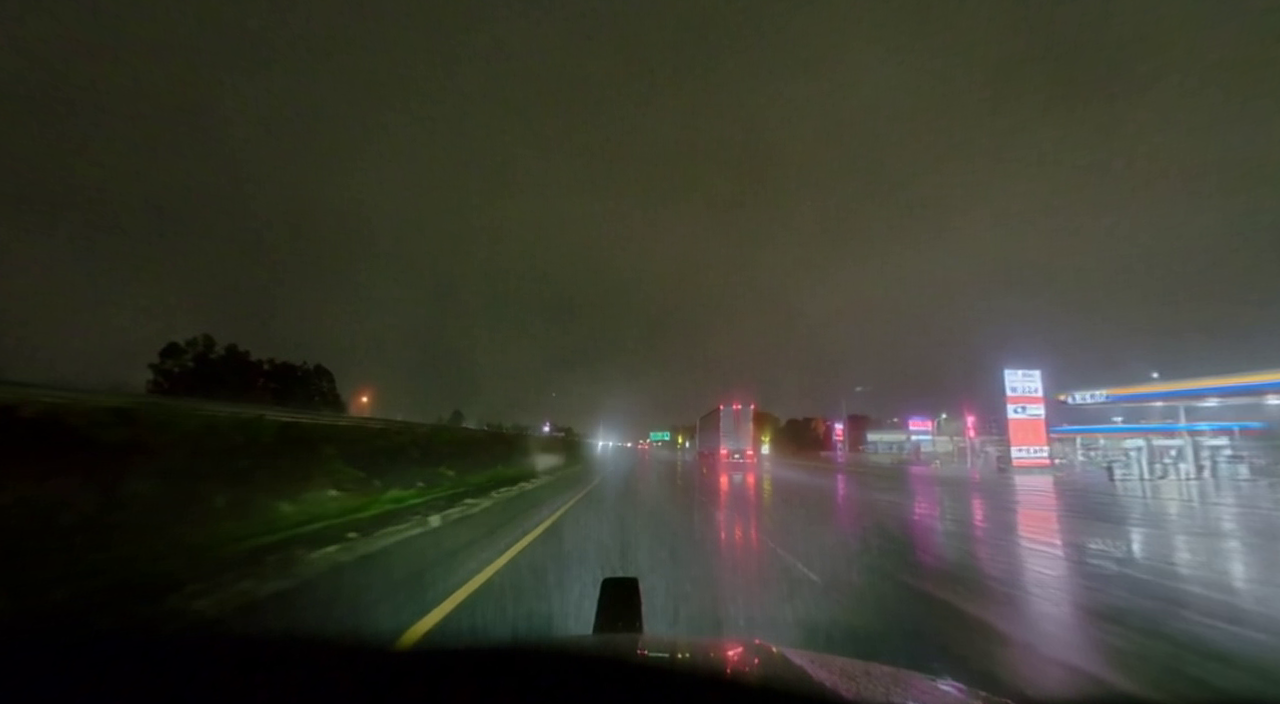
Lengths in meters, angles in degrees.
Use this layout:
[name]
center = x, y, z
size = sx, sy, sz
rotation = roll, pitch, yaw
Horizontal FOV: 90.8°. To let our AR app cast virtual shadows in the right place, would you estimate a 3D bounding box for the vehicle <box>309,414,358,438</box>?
[vehicle]
center = -20.665, 5.035, 42.655
size = 1.600, 1.445, 3.580
rotation = 0, -8, -2
